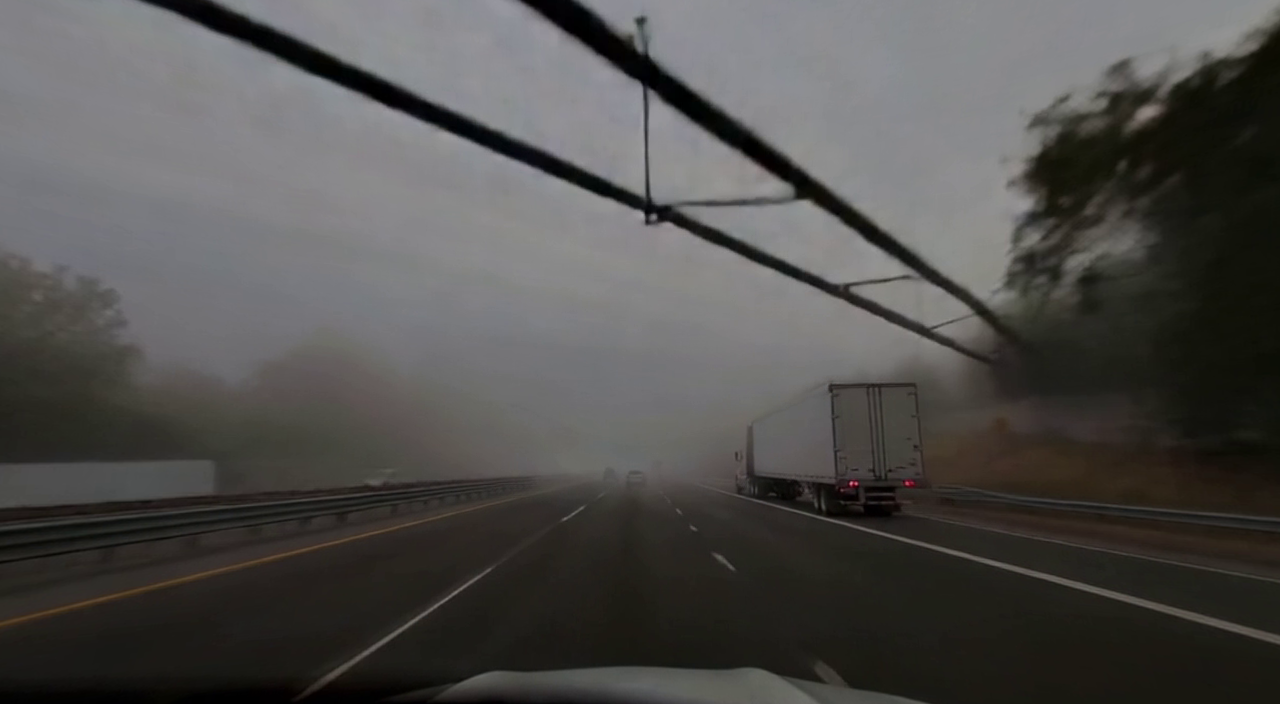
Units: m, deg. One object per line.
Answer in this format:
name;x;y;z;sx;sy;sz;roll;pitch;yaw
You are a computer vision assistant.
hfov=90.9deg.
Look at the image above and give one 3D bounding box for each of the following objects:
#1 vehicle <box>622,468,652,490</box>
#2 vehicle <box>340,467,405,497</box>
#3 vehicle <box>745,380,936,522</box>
vehicle;-0.237;9.074;45.037;2.029;1.459;3.684;1;-11;-1
vehicle;-14.957;7.286;35.499;1.809;1.496;4.306;1;-11;-1
vehicle;6.950;4.113;25.215;2.926;4.073;13.836;1;-11;-1
